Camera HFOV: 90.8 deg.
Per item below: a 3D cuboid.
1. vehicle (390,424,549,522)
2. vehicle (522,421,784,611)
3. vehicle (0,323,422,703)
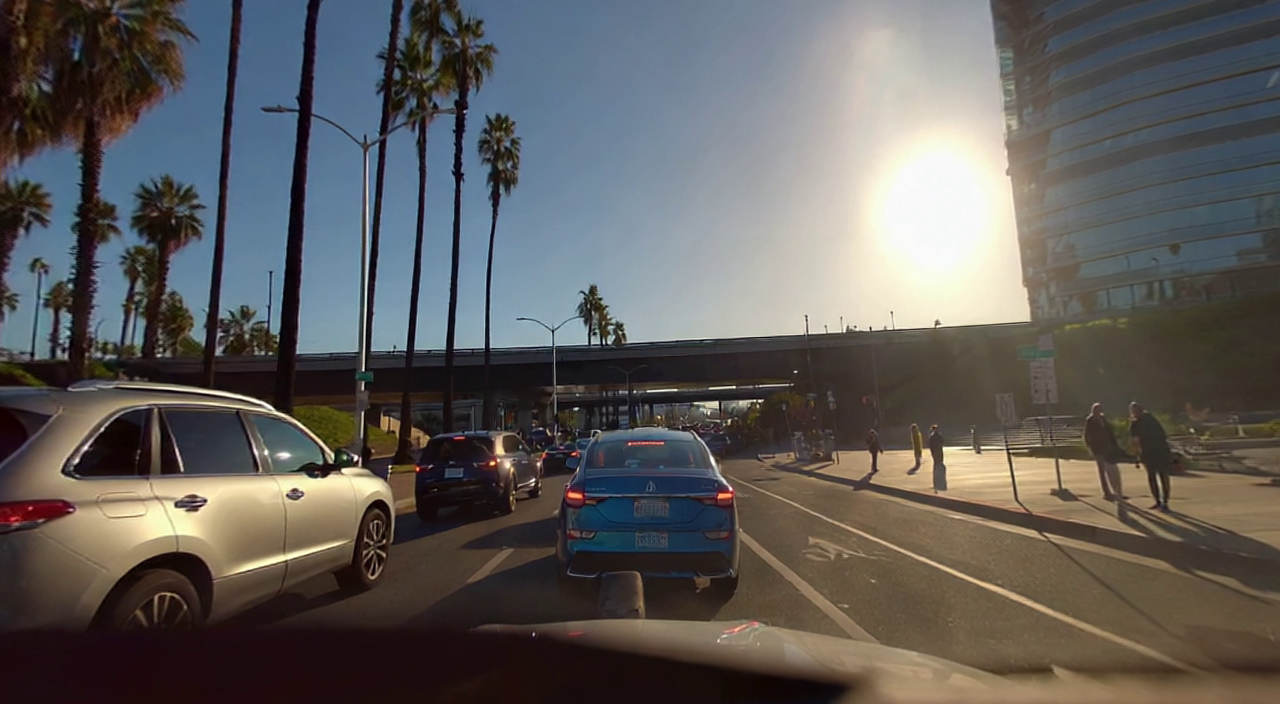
[{"bbox_3d":[-3.185,2.353,12.766,1.955,1.637,4.032,0,-8,2],"label":"vehicle"},{"bbox_3d":[0.087,1.589,7.045,2.036,1.461,4.129,0,-8,0],"label":"vehicle"},{"bbox_3d":[-3.271,1.066,4.198,2.014,1.740,4.359,0,-8,1],"label":"vehicle"}]
